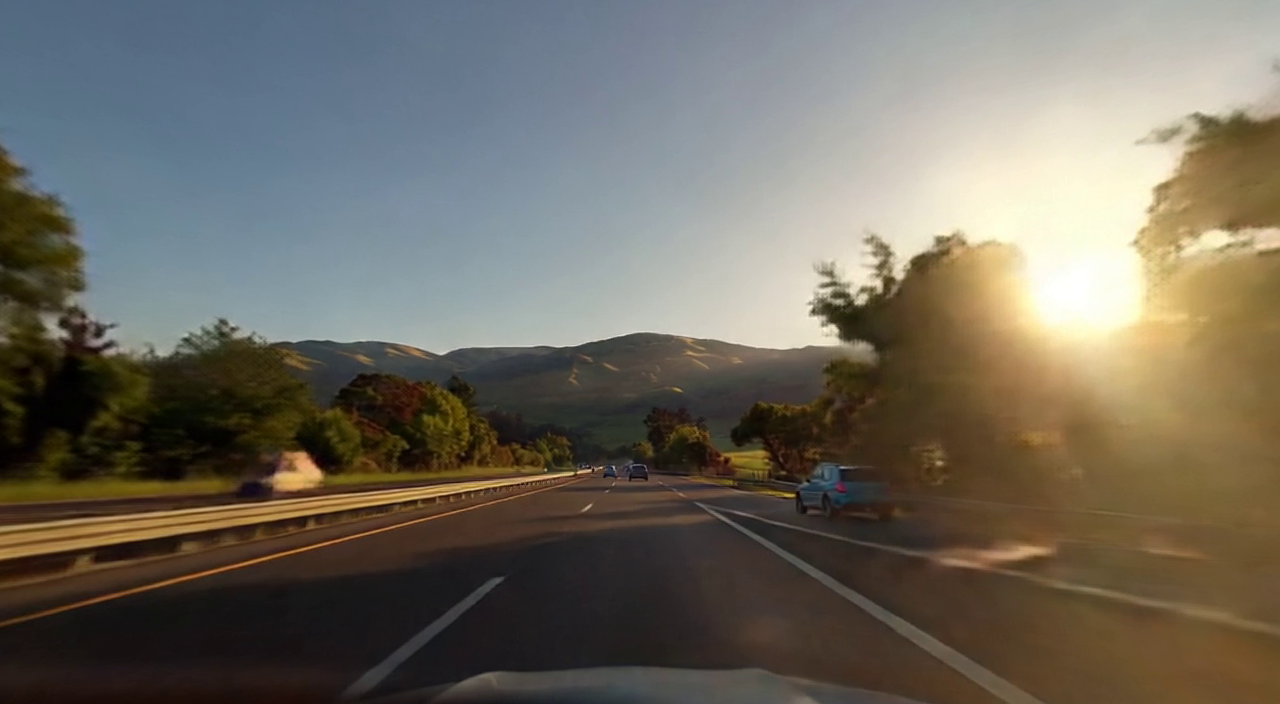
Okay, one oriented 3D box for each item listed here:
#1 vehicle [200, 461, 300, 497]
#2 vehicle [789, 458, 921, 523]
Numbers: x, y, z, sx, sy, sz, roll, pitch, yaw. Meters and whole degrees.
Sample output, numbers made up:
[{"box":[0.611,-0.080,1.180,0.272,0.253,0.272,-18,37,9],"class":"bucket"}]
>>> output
[{"box":[-17.293,5.656,28.209,1.852,1.416,3.987,0,-11,1],"class":"vehicle"},{"box":[6.585,4.308,19.963,2.089,1.770,4.571,2,-11,-7],"class":"vehicle"}]
